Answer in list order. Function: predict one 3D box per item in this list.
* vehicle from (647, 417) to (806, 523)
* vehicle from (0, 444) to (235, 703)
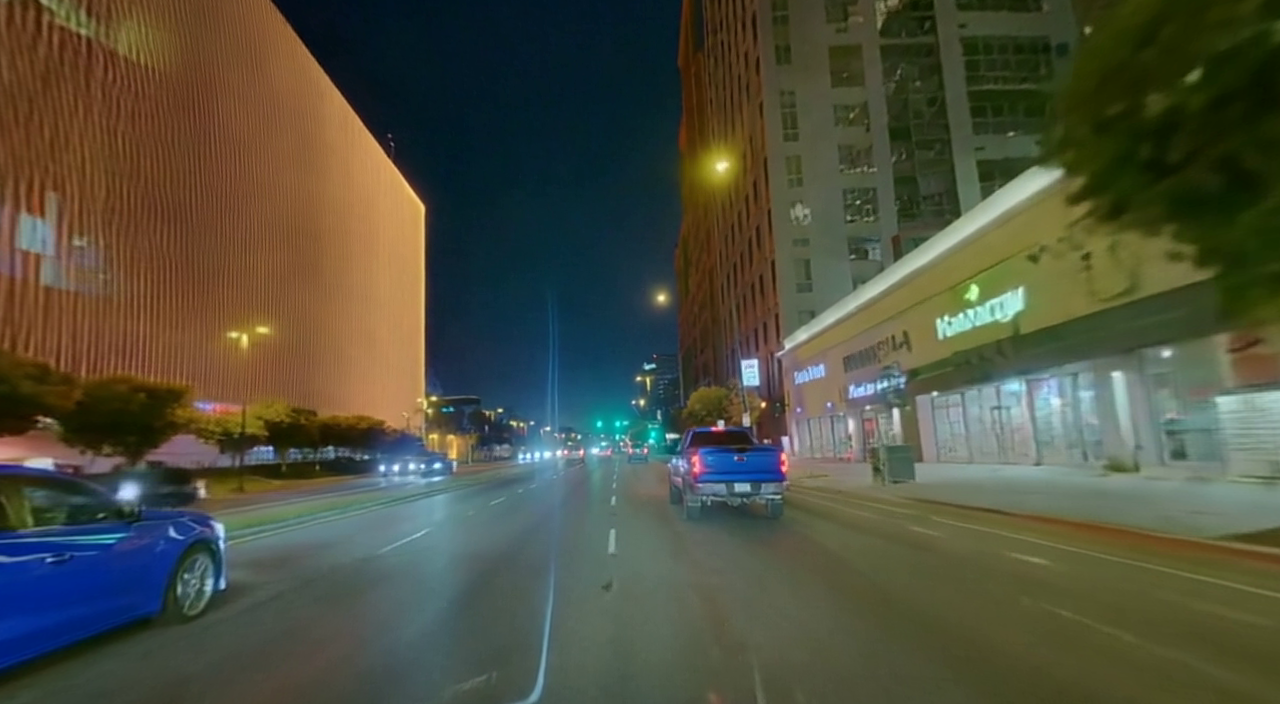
[{"bbox_3d":[1.642,2.630,14.699,2.590,1.932,5.776,1,-9,-3],"label":"vehicle"},{"bbox_3d":[-4.388,1.177,3.135,1.888,1.424,4.553,0,-9,-3],"label":"vehicle"}]
